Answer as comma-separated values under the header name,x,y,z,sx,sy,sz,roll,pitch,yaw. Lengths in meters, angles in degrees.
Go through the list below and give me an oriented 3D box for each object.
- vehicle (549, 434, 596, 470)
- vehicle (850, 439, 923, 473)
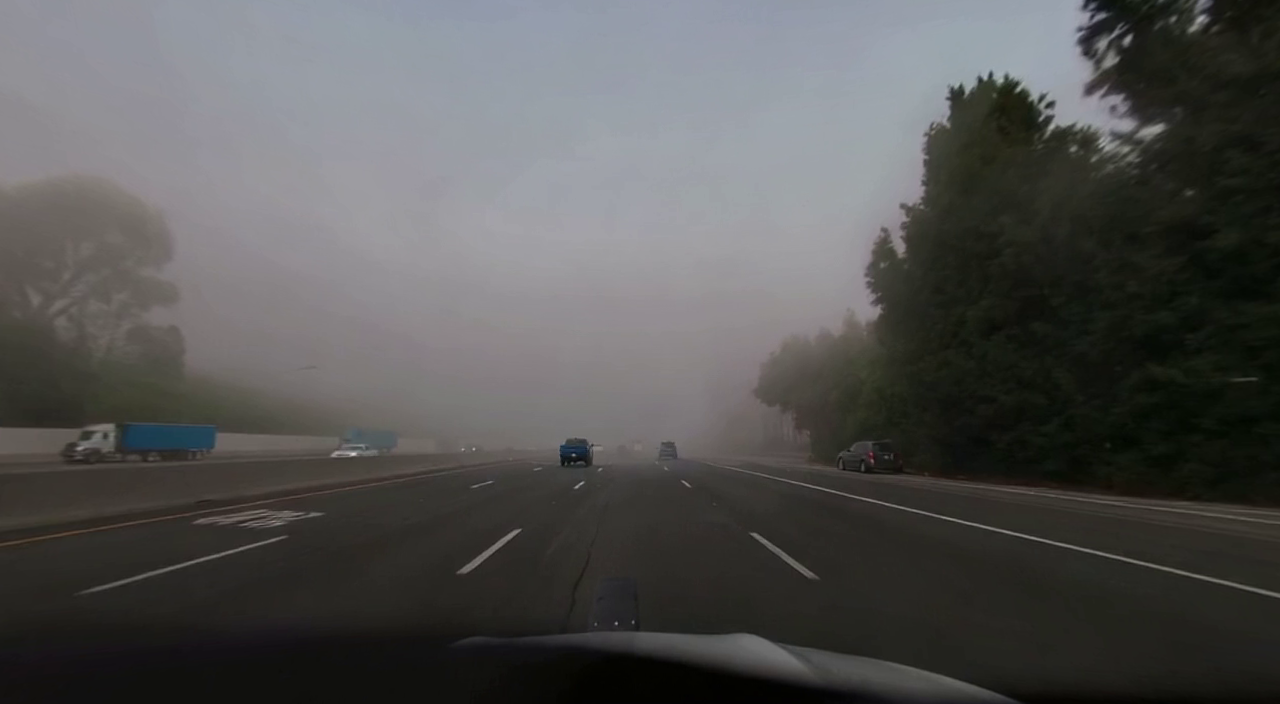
name,x,y,z,sx,sy,sz,roll,pitch,yaw
vehicle,-3.907,5.894,37.304,2.225,1.967,4.673,0,-9,0
vehicle,14.131,5.985,36.525,2.168,1.792,4.457,1,-9,-4
